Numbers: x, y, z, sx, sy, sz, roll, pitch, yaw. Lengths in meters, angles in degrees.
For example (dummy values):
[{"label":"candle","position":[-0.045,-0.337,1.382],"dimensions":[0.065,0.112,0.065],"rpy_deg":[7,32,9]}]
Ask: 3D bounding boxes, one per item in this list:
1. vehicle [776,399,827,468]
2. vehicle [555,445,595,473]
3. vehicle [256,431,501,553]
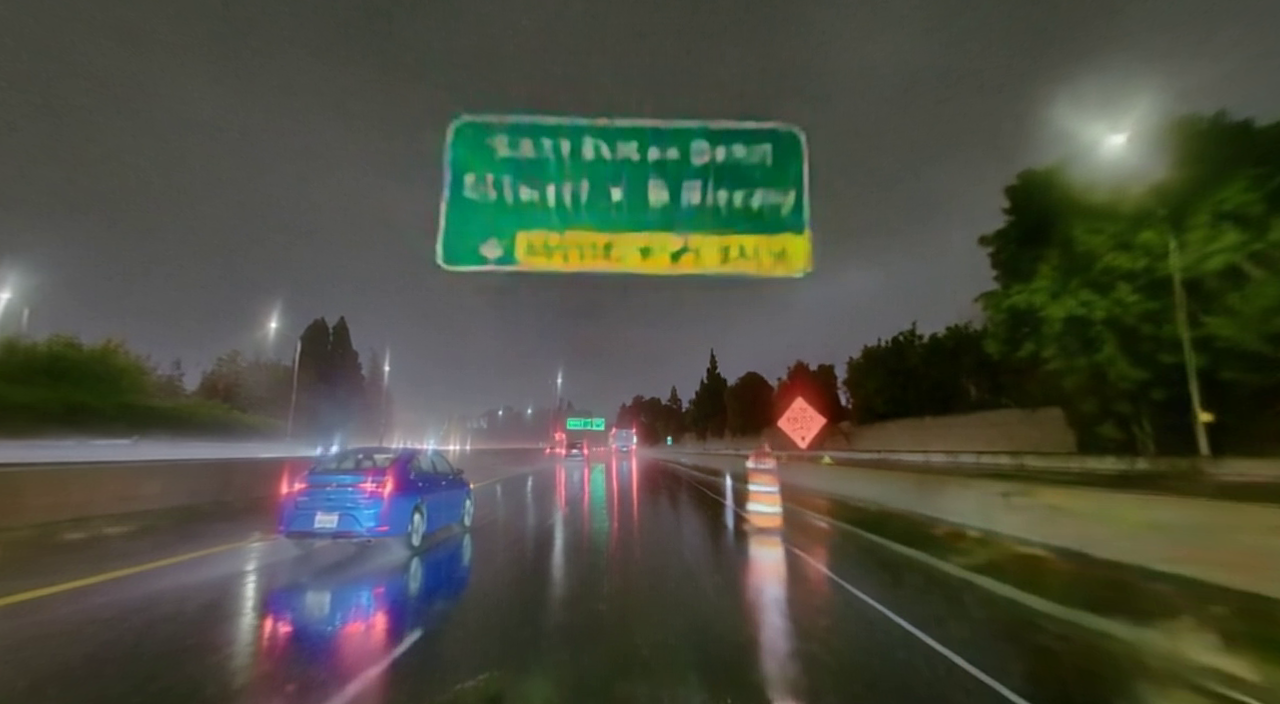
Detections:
[{"label":"vehicle","position":[10.124,5.169,39.648],"dimensions":[2.203,4.166,2.914],"rpy_deg":[1,-9,-3]},{"label":"vehicle","position":[-3.554,5.984,35.303],"dimensions":[1.965,1.459,4.145],"rpy_deg":[1,-9,-2]},{"label":"vehicle","position":[-3.807,2.128,10.307],"dimensions":[2.012,1.510,4.672],"rpy_deg":[0,-9,0]}]
